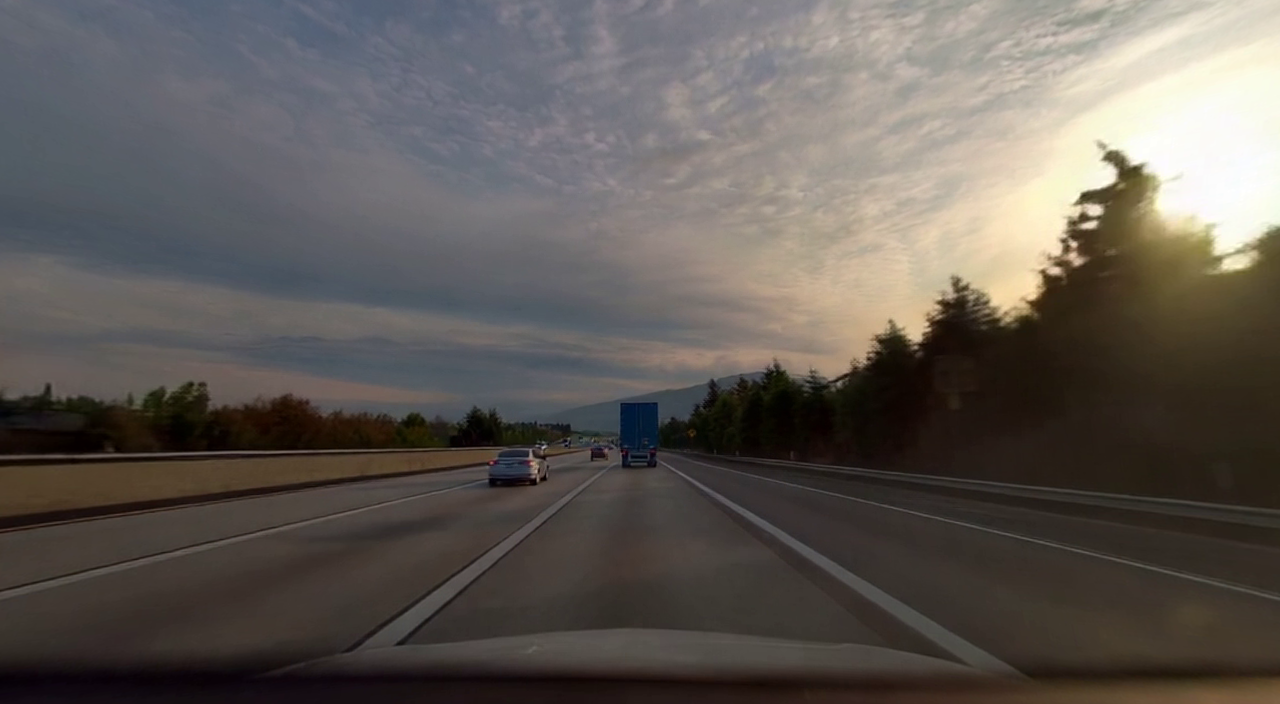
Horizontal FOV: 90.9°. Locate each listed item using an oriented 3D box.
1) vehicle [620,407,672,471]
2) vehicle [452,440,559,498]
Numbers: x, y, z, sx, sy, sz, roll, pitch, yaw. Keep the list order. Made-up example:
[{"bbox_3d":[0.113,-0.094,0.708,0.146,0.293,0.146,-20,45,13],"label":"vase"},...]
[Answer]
[{"bbox_3d":[0.210,5.705,40.680,2.893,3.628,9.081,0,-9,-2],"label":"vehicle"},{"bbox_3d":[-3.907,3.501,19.334,2.114,1.523,5.110,0,-9,0],"label":"vehicle"}]
